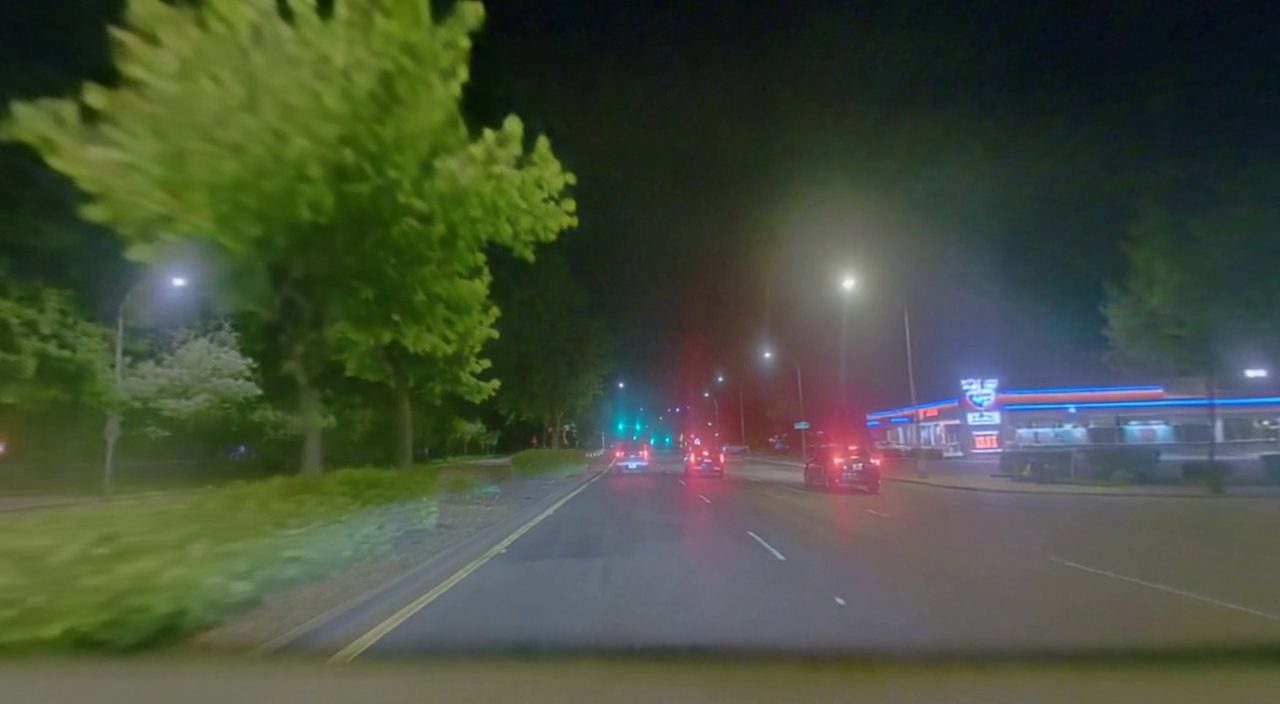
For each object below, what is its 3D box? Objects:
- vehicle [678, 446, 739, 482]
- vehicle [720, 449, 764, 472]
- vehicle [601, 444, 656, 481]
[{"bbox_3d":[2.983,5.008,28.584,2.057,1.491,4.675,0,-8,-2],"label":"vehicle"},{"bbox_3d":[6.531,6.976,40.969,2.068,1.393,3.874,0,-8,-3],"label":"vehicle"},{"bbox_3d":[-0.535,4.853,28.018,2.242,1.474,4.127,0,-8,-2],"label":"vehicle"}]
